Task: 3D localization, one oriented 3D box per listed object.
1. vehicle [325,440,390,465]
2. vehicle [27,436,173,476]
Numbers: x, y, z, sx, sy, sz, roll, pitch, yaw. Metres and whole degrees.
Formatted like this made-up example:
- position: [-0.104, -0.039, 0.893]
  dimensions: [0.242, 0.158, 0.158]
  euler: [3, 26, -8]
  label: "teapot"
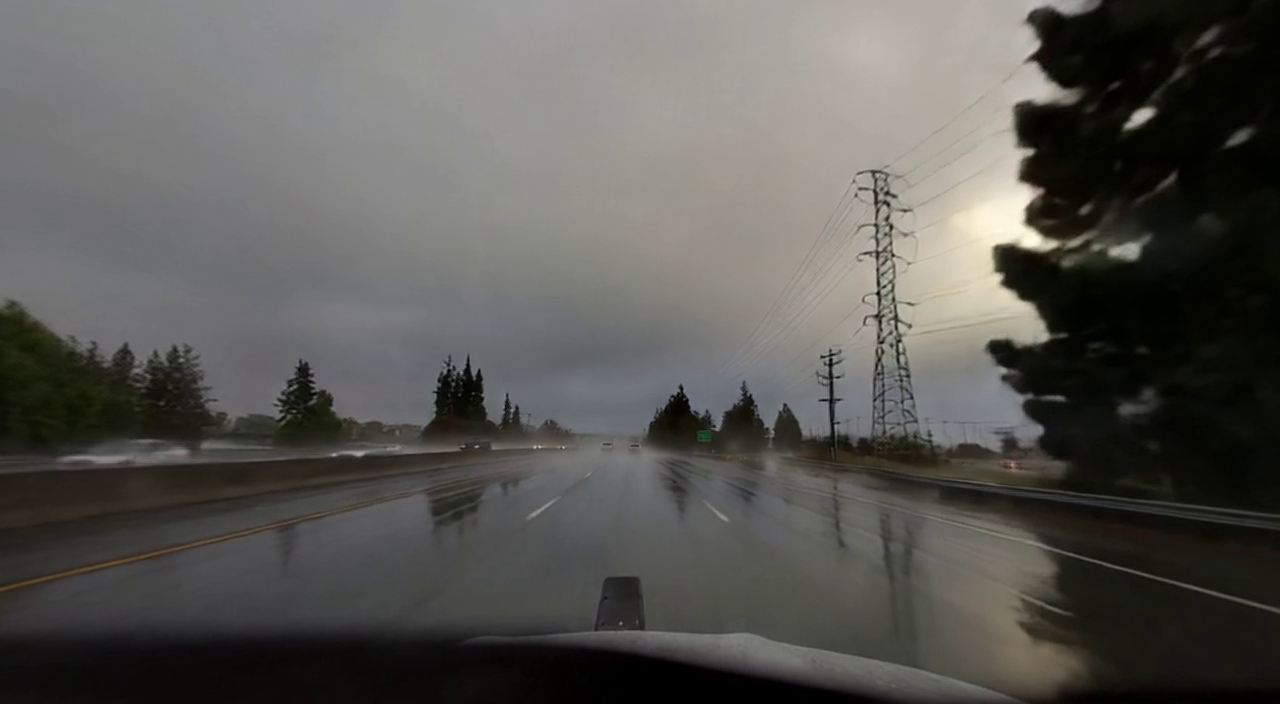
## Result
- position: [-18.128, 6.431, 40.760]
  dimensions: [2.080, 1.499, 4.591]
  euler: [0, -8, 0]
  label: "vehicle"
- position: [-21.834, 4.226, 25.850]
  dimensions: [1.924, 1.459, 4.597]
  euler: [0, -8, -1]
  label: "vehicle"
